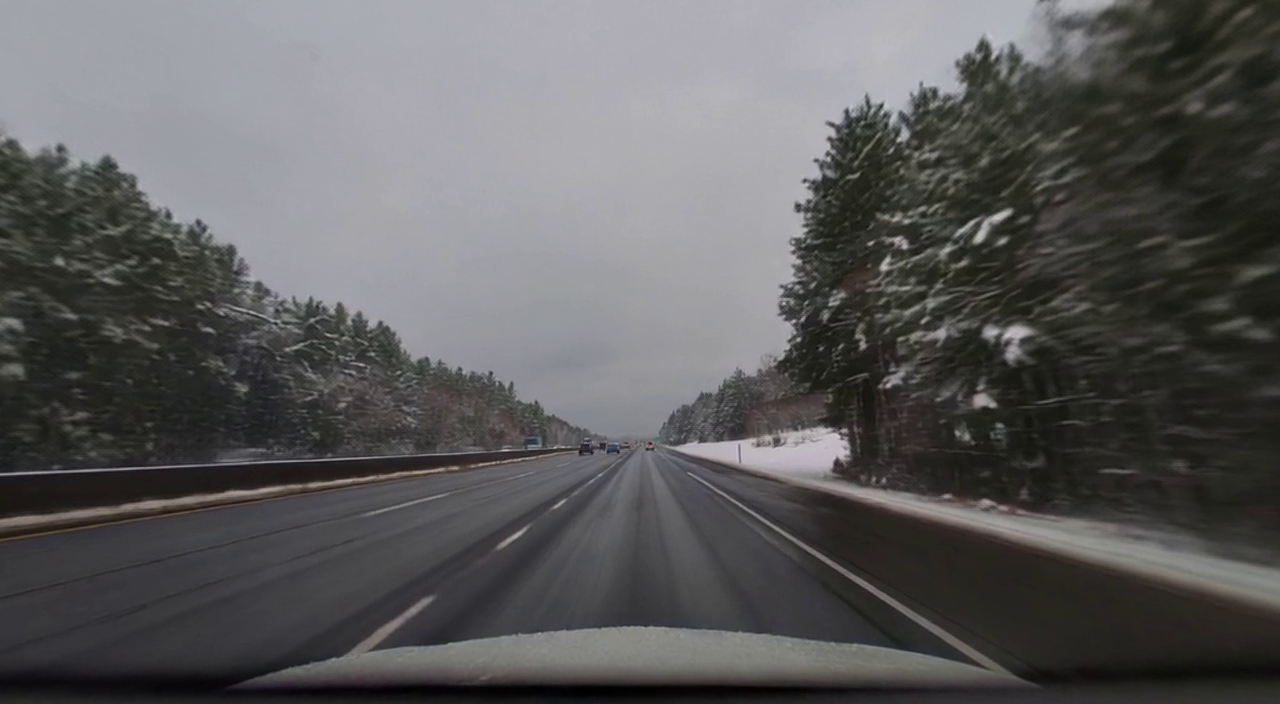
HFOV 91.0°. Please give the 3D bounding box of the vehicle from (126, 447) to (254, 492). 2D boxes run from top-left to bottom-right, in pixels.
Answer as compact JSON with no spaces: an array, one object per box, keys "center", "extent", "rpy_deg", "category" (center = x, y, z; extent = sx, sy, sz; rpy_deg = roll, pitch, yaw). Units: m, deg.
[{"center":[-15.751,4.080,22.302],"extent":[1.693,1.418,3.862],"rpy_deg":[0,-8,0],"category":"vehicle"}]
